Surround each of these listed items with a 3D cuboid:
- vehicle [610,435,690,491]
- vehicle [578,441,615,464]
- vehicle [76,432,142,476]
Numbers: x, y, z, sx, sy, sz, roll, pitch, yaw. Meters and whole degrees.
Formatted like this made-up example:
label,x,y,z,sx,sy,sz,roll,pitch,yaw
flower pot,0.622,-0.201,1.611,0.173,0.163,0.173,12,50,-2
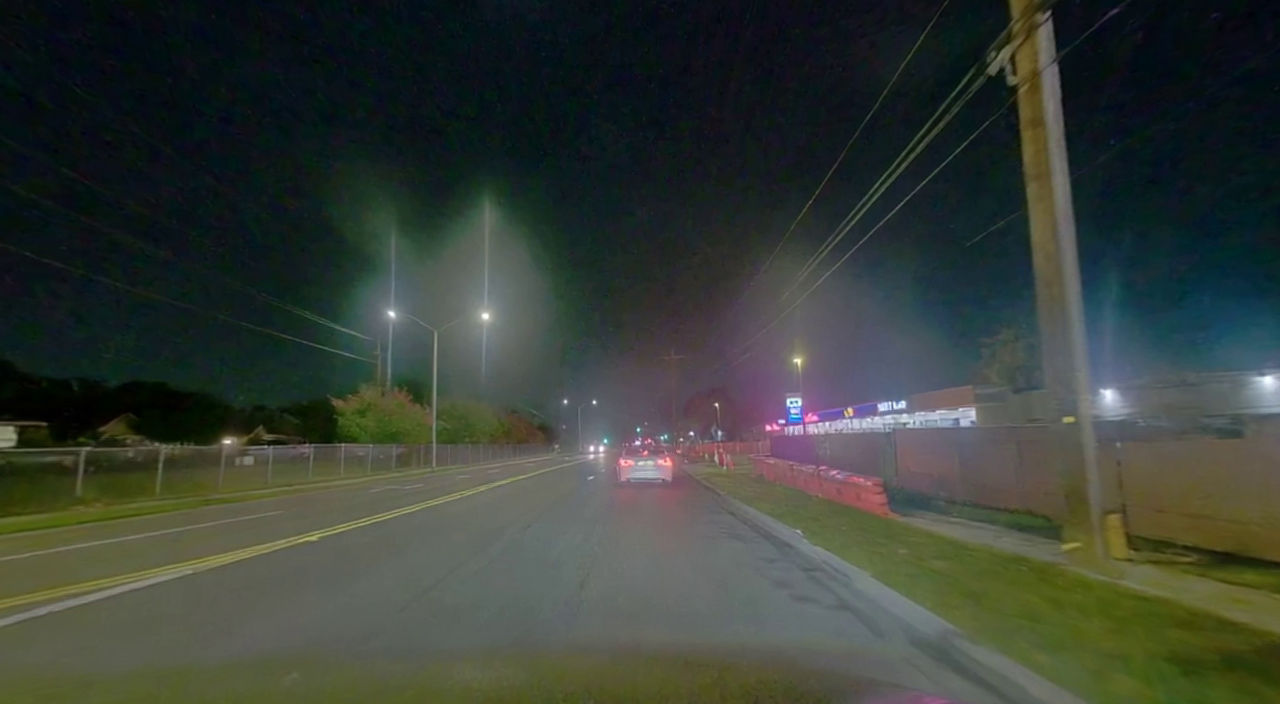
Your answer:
label,x,y,z,sx,sy,sz,roll,pitch,yaw
vehicle,0.256,3.325,19.117,2.144,1.514,4.063,0,-8,0
vehicle,-3.066,7.182,45.045,2.208,1.520,4.358,0,-8,1
vehicle,-32.280,6.172,38.222,1.805,2.504,2.723,1,-8,-11
